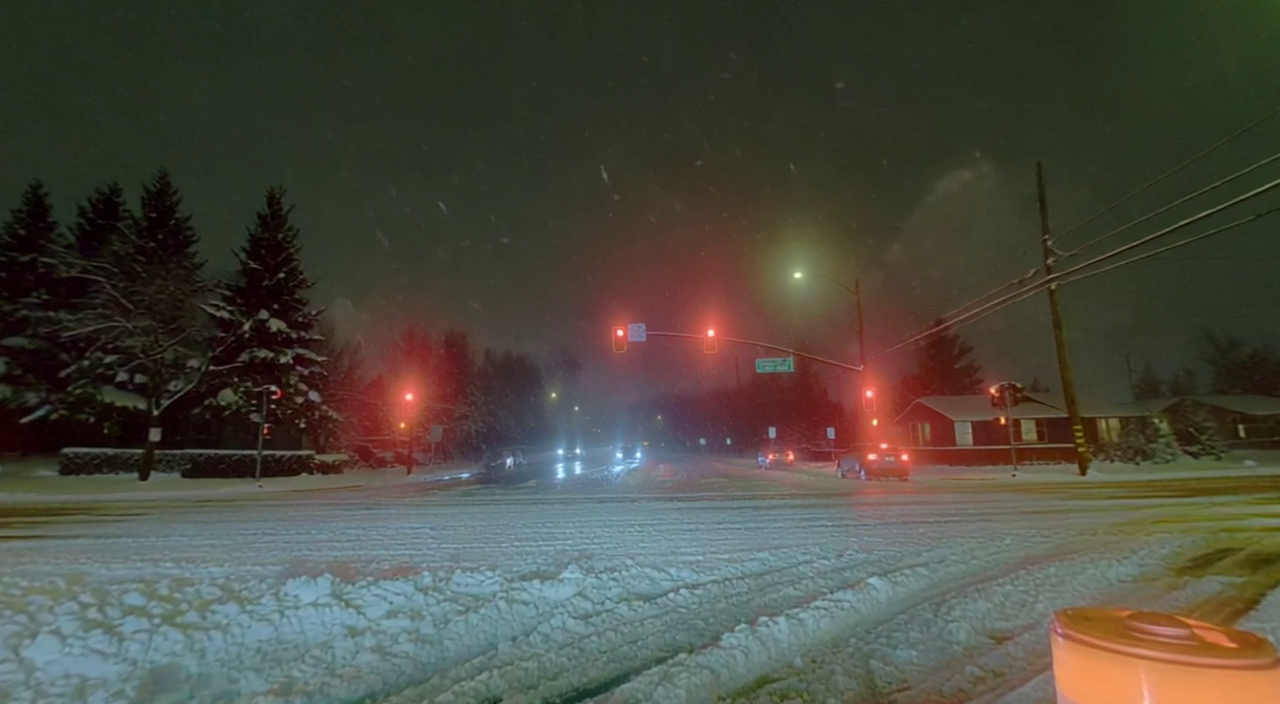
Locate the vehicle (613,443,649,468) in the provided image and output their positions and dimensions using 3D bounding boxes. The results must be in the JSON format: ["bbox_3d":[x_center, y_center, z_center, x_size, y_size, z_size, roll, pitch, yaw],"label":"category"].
[{"bbox_3d":[-0.562,6.508,39.941,2.105,1.457,4.173,0,-8,-1],"label":"vehicle"}]

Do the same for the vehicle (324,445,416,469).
[{"bbox_3d":[-16.413,6.380,38.602,4.713,1.409,1.918,0,-8,-2],"label":"vehicle"}]

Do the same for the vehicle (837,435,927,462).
[{"bbox_3d":[15.374,6.175,40.316,4.892,1.656,1.856,0,-8,0],"label":"vehicle"}]

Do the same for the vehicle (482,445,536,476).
[{"bbox_3d":[-6.617,5.530,32.366,1.881,1.452,4.121,0,-8,0],"label":"vehicle"}]
